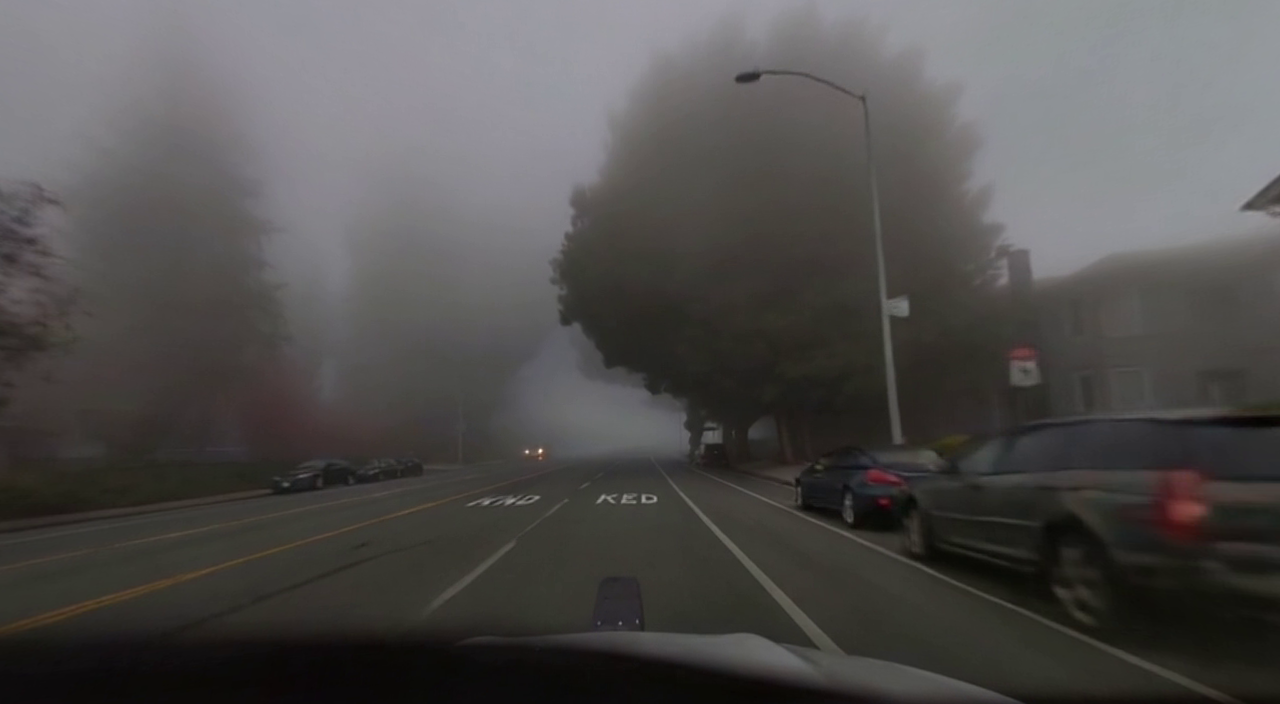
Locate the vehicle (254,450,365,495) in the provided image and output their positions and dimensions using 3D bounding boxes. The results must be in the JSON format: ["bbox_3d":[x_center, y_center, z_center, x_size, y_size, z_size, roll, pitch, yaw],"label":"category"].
[{"bbox_3d":[-14.064,5.121,27.298,2.163,1.641,4.875,0,-8,0],"label":"vehicle"}]

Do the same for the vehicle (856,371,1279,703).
[{"bbox_3d":[4.004,1.316,5.688,2.338,1.771,4.680,0,-8,-1],"label":"vehicle"}]

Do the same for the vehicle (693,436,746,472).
[{"bbox_3d":[4.115,5.376,33.517,2.220,1.752,4.782,0,-8,0],"label":"vehicle"}]

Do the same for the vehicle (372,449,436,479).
[{"bbox_3d":[-14.048,6.684,37.964,1.983,1.608,4.699,0,-8,1],"label":"vehicle"}]
